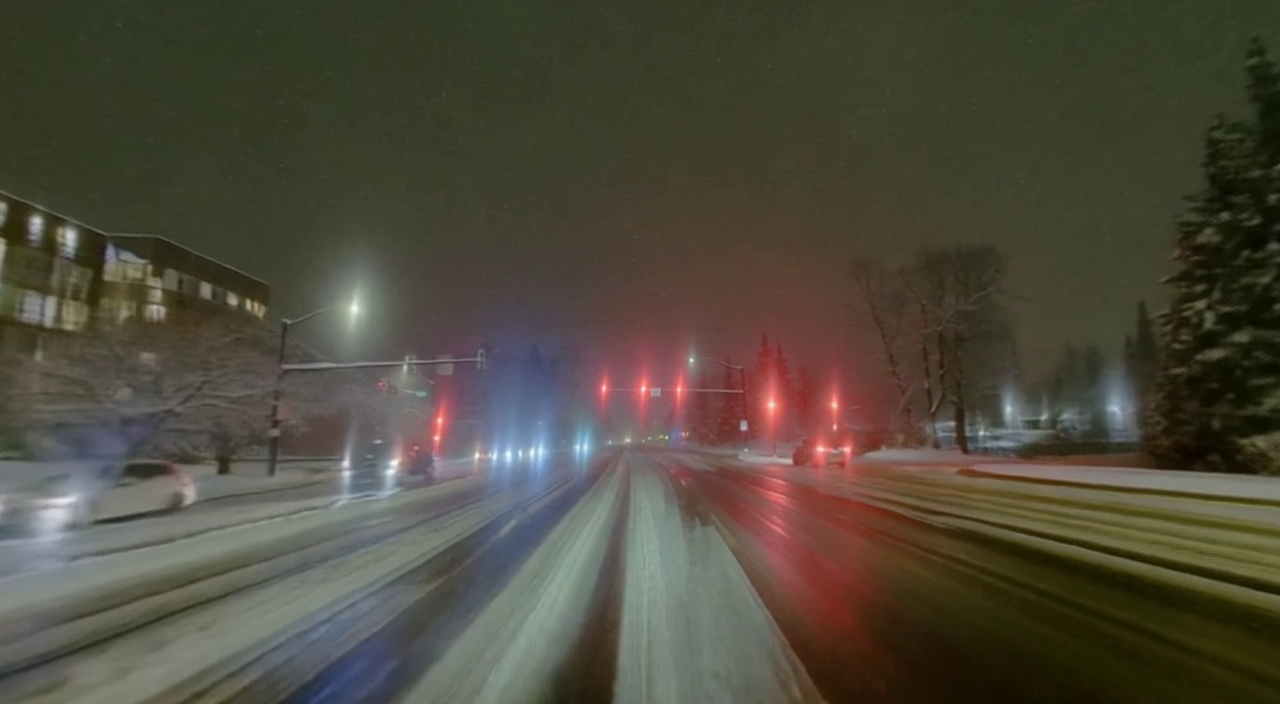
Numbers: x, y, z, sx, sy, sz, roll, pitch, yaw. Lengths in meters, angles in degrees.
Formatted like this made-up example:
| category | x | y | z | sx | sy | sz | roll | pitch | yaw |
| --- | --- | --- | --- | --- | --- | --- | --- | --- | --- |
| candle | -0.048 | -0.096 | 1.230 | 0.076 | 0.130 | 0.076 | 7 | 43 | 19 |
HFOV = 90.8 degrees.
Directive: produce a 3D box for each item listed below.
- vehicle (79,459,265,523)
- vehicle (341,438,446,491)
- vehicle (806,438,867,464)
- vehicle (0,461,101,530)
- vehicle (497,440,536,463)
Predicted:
| category | x | y | z | sx | sy | sz | roll | pitch | yaw |
| --- | --- | --- | --- | --- | --- | --- | --- | --- | --- |
| vehicle | -11.733 | 3.467 | 16.231 | 1.880 | 1.344 | 3.782 | 0 | -8 | 0 |
| vehicle | -8.739 | 3.998 | 22.886 | 2.035 | 1.711 | 4.463 | 0 | -8 | -1 |
| vehicle | 11.586 | 5.852 | 37.551 | 1.955 | 1.455 | 4.727 | 0 | -8 | -2 |
| vehicle | -15.189 | 3.257 | 14.233 | 1.989 | 1.460 | 4.711 | 0 | -8 | -1 |
| vehicle | -9.330 | 7.551 | 48.160 | 2.010 | 1.682 | 4.346 | -1 | -8 | 1 |
